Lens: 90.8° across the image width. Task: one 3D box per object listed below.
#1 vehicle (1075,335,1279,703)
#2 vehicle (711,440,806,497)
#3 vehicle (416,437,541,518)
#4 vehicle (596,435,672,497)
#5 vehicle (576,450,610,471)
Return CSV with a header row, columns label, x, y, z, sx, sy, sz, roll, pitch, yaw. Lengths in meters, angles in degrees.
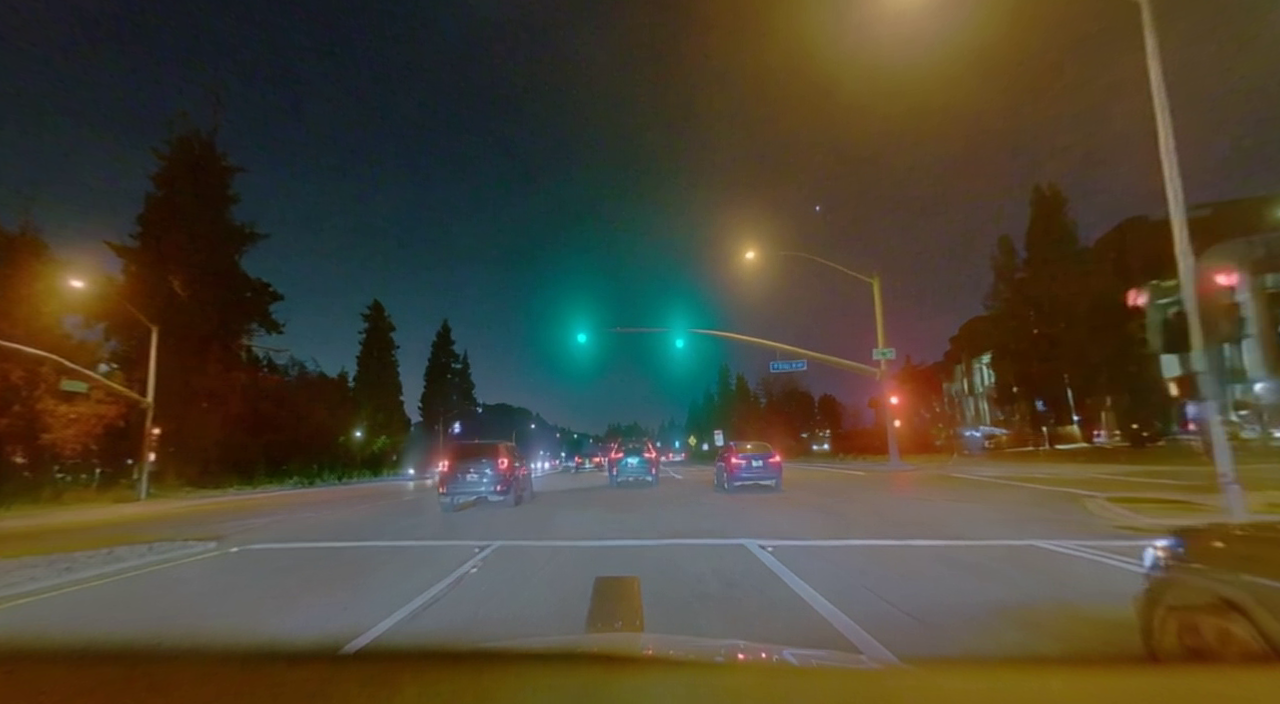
label,x,y,z,sx,sy,sz,roll,pitch,yaw
vehicle,3.250,0.554,0.758,2.069,1.644,4.714,0,-8,0
vehicle,3.464,3.486,19.305,2.068,1.541,4.041,0,-8,-1
vehicle,-3.578,2.836,14.821,1.823,1.602,4.061,-1,-8,1
vehicle,-0.164,3.552,20.109,2.150,1.725,4.096,0,-8,0
vehicle,-3.511,8.168,47.764,2.163,1.488,4.511,-1,-8,1
